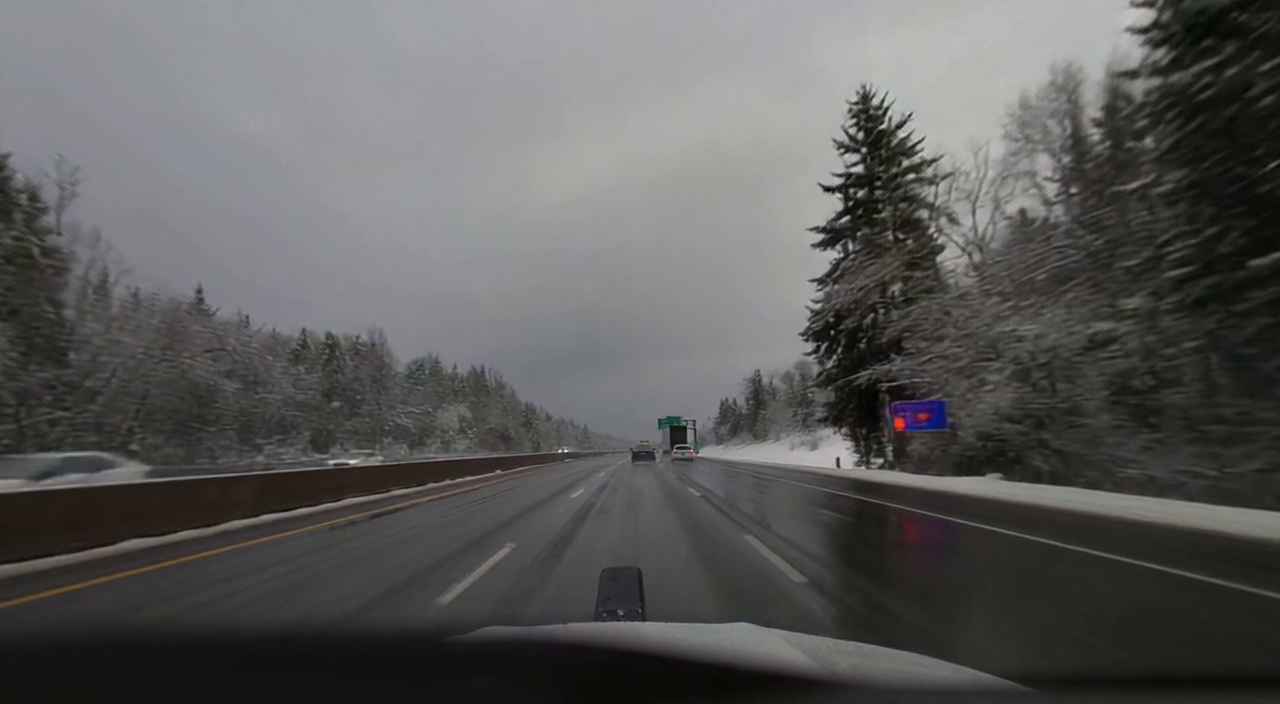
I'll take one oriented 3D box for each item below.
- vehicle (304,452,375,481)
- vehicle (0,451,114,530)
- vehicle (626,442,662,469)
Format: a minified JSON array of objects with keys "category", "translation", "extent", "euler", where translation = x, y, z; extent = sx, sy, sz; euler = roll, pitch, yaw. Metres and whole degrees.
[{"category":"vehicle","translation":[-16.915,6.450,35.773],"extent":[1.892,1.499,4.292],"euler":[0,-9,0]},{"category":"vehicle","translation":[-13.251,2.709,12.370],"extent":[1.967,1.496,4.528],"euler":[0,-9,0]},{"category":"vehicle","translation":[0.218,6.700,41.031],"extent":[2.173,1.598,4.293],"euler":[0,-9,-1]}]
